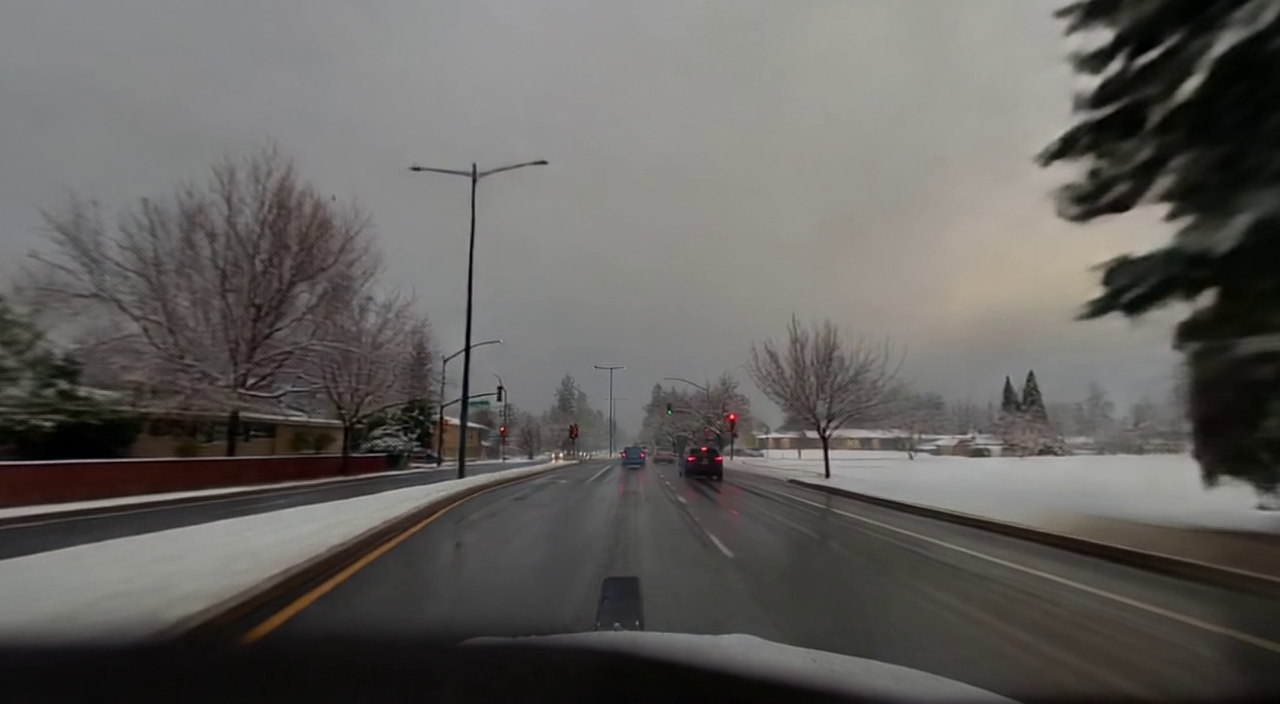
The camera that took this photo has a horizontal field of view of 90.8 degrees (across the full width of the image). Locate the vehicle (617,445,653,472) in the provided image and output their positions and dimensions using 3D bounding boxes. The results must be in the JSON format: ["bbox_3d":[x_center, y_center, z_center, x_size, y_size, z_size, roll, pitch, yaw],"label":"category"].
[{"bbox_3d":[-0.273,6.266,37.429,2.018,1.511,3.993,0,-8,0],"label":"vehicle"}]

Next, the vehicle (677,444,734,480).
[{"bbox_3d":[2.867,4.950,28.700,2.057,1.496,4.401,0,-8,-1],"label":"vehicle"}]
